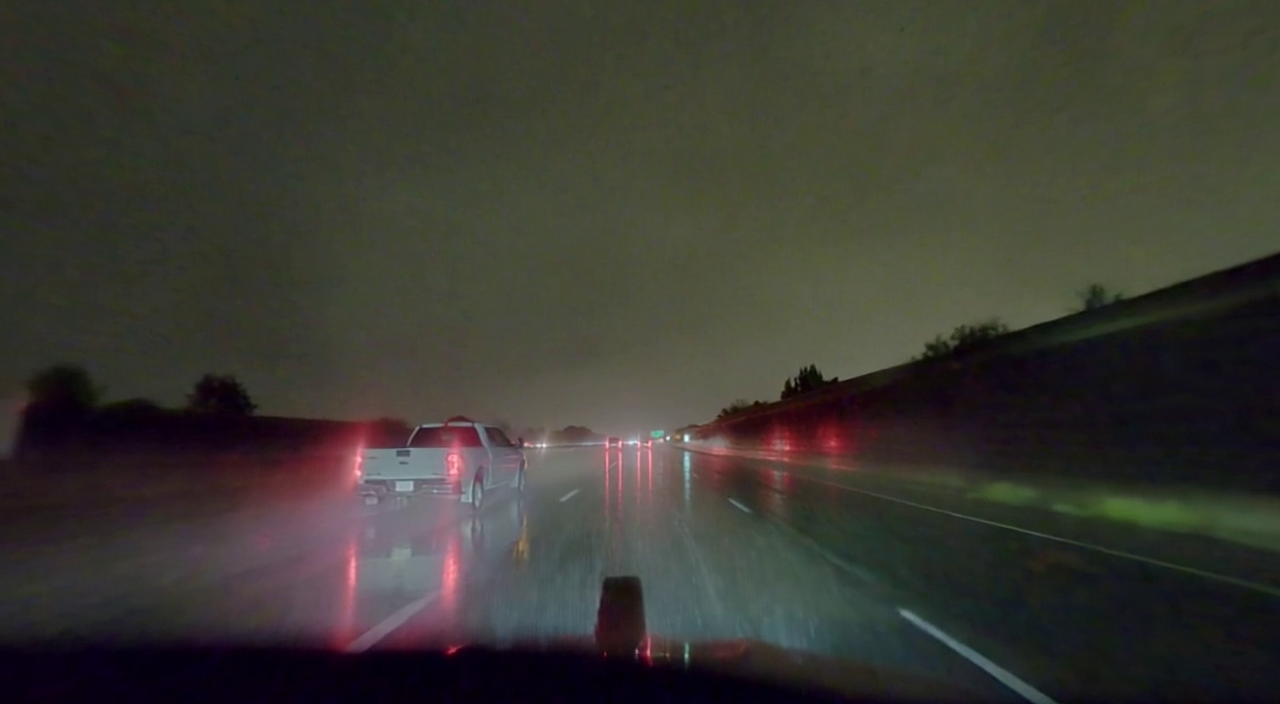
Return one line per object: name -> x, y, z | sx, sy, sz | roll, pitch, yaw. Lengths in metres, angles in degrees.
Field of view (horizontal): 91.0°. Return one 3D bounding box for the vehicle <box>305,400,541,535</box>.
vehicle -> -3.558, 2.061, 11.875 | 2.379, 1.918, 5.504 | 0, -8, 1
